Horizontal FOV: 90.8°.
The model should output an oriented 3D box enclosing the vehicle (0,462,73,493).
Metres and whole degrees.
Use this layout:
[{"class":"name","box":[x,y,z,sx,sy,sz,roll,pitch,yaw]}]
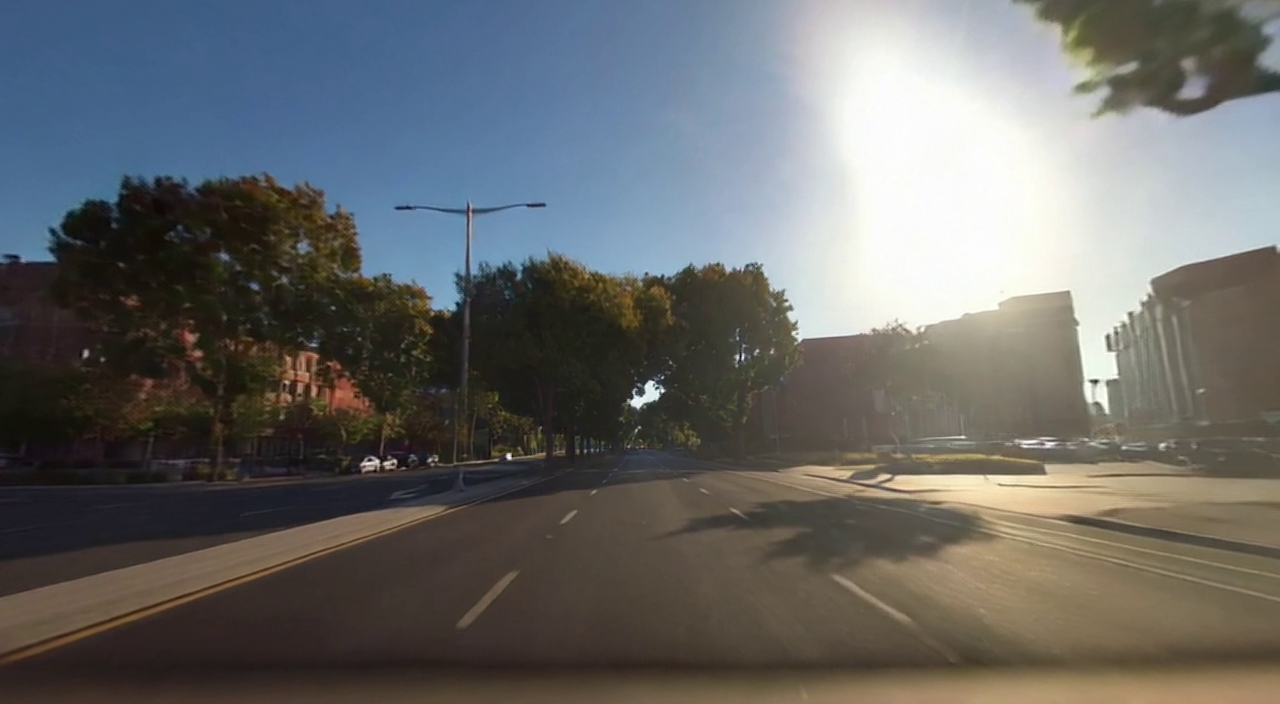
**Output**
[{"class":"vehicle","box":[-31.979,6.406,32.280,1.947,1.444,4.313,-1,-9,1]}]
